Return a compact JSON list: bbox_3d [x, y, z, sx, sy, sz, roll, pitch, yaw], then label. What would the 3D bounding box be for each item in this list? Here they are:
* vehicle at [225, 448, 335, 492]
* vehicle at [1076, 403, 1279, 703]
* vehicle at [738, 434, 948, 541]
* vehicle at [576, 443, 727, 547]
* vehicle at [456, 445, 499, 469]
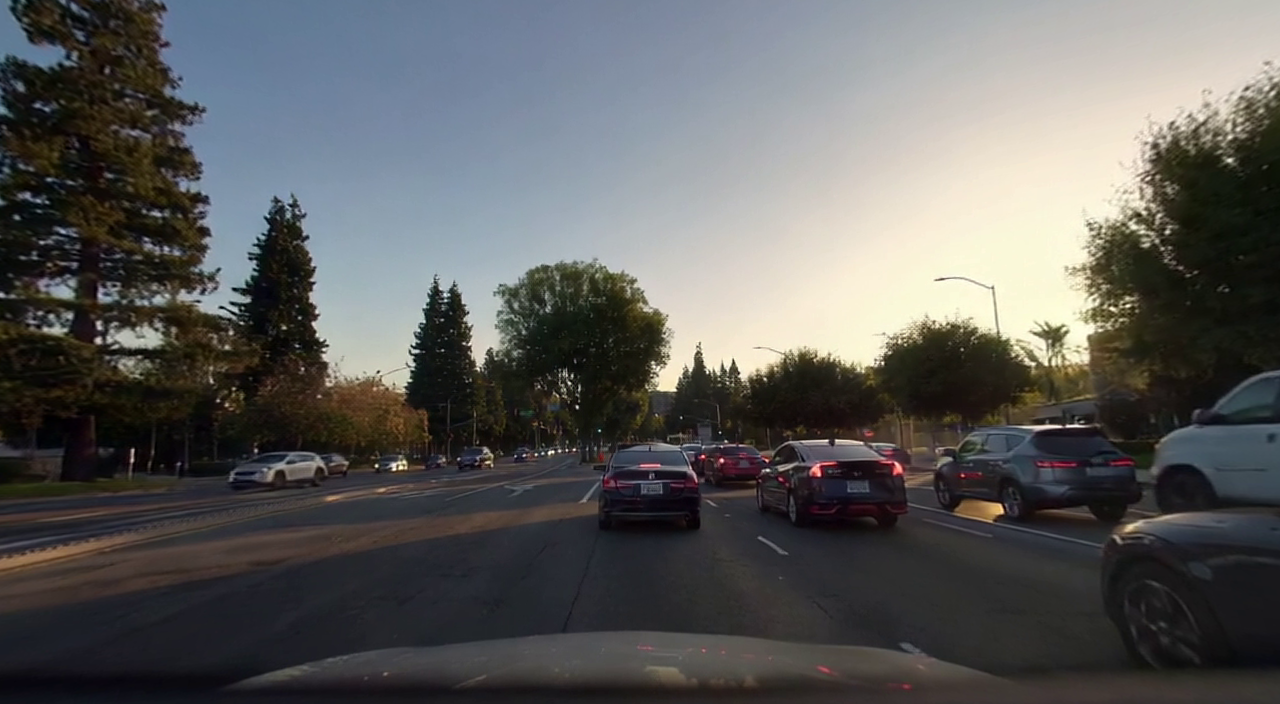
[{"bbox_3d":[-15.624,5.100,27.791,2.080,1.738,4.686,0,-9,0],"label":"vehicle"},{"bbox_3d":[3.480,0.760,1.241,1.959,1.472,4.571,0,-9,0],"label":"vehicle"},{"bbox_3d":[3.181,2.243,11.201,1.970,1.445,4.974,0,-9,-1],"label":"vehicle"},{"bbox_3d":[0.088,2.197,10.427,1.990,1.347,4.067,0,-9,-2],"label":"vehicle"},{"bbox_3d":[-11.907,7.698,46.675,1.980,1.675,4.581,0,-9,0],"label":"vehicle"}]
